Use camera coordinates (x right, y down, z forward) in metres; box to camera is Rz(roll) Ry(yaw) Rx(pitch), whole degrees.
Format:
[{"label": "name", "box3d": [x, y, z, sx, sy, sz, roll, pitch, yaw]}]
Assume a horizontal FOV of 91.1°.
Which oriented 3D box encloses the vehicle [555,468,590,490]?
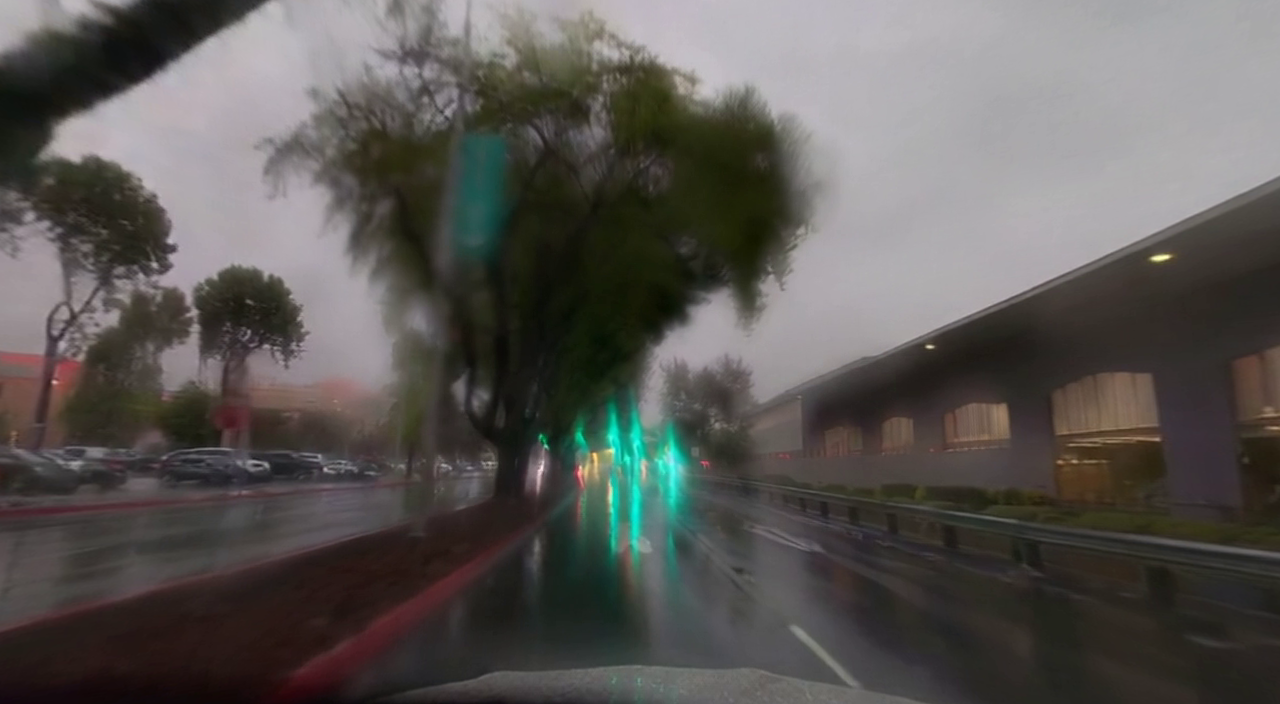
[{"label": "vehicle", "box3d": [-3.960, 7.338, 36.386, 1.775, 1.186, 2.933, 3, -11, -10]}]
